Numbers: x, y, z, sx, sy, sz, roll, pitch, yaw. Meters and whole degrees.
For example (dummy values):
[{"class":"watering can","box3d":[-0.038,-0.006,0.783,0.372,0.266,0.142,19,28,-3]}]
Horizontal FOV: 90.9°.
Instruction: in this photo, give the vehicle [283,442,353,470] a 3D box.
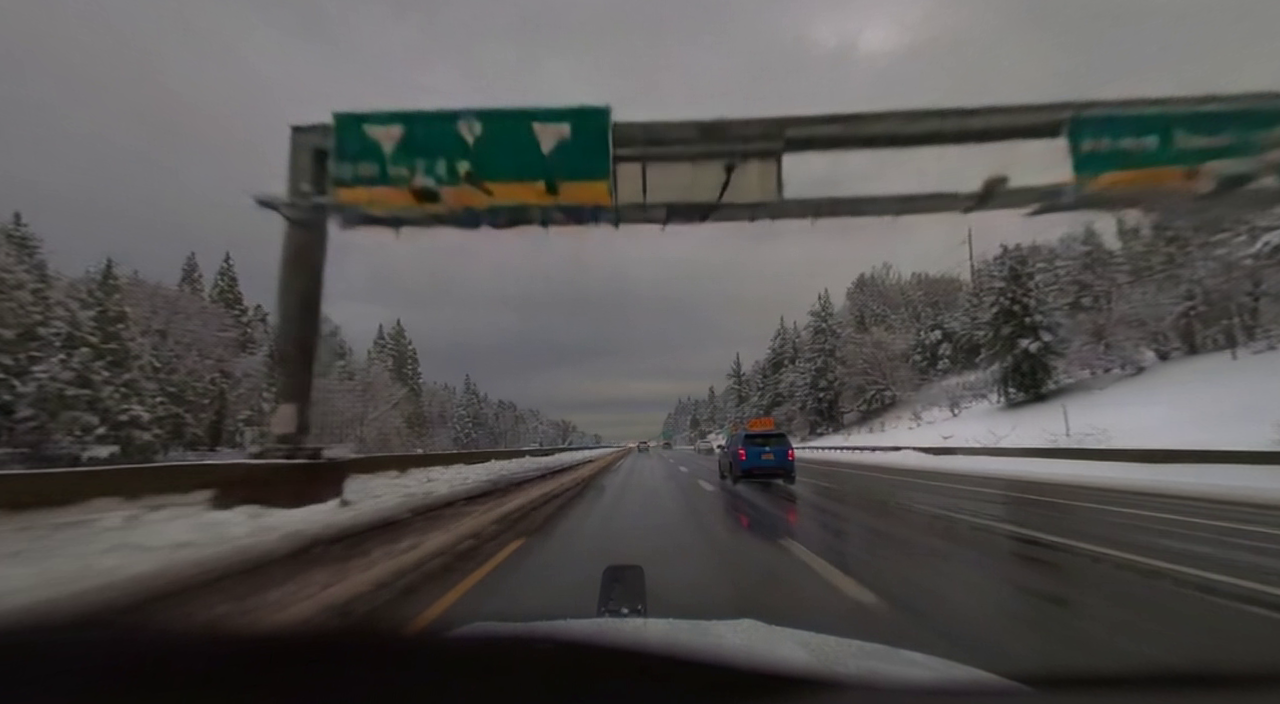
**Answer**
[{"class":"vehicle","box3d":[-19.657,6.345,38.769,2.037,1.612,4.332,0,-8,0]}]

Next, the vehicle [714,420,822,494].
[{"class":"vehicle","box3d":[3.457,2.934,17.982,2.120,1.832,4.287,0,-8,0]}]
